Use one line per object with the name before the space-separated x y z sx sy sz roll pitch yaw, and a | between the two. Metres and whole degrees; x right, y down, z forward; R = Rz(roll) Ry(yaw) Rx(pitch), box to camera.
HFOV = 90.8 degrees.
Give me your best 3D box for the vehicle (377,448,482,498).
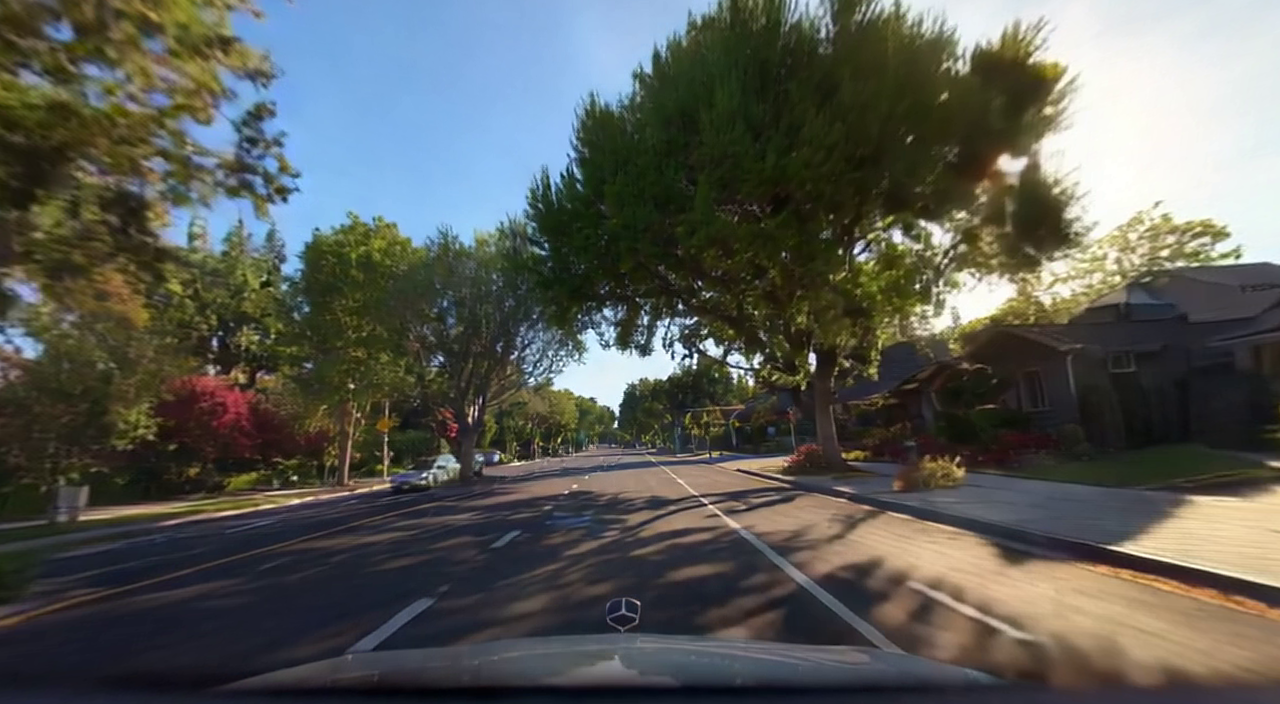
vehicle | -7.077 4.094 21.857 2.006 1.501 4.789 0 -9 0
